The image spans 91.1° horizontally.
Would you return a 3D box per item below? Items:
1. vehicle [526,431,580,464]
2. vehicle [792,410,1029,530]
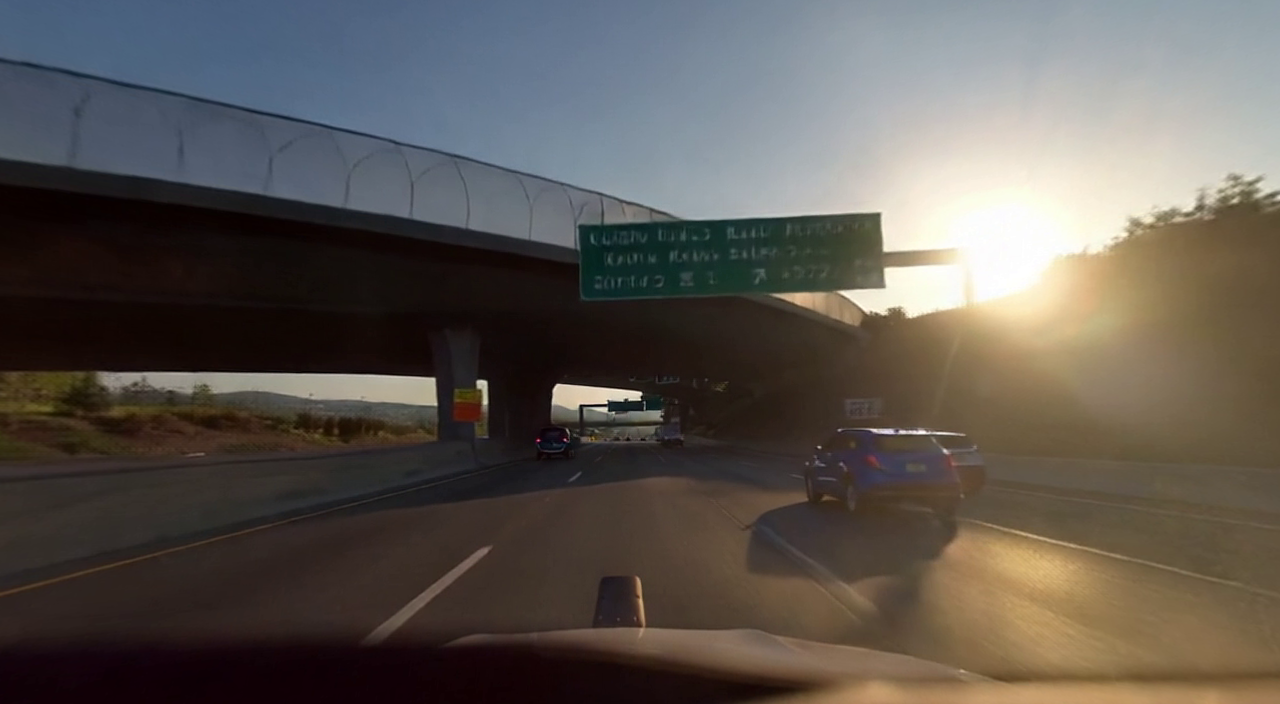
[{"bbox_3d":[-4.070,4.525,30.043,2.032,1.465,4.316,0,-8,-1],"label":"vehicle"},{"bbox_3d":[4.099,1.845,10.427,2.011,1.576,4.060,0,-8,-2],"label":"vehicle"}]
